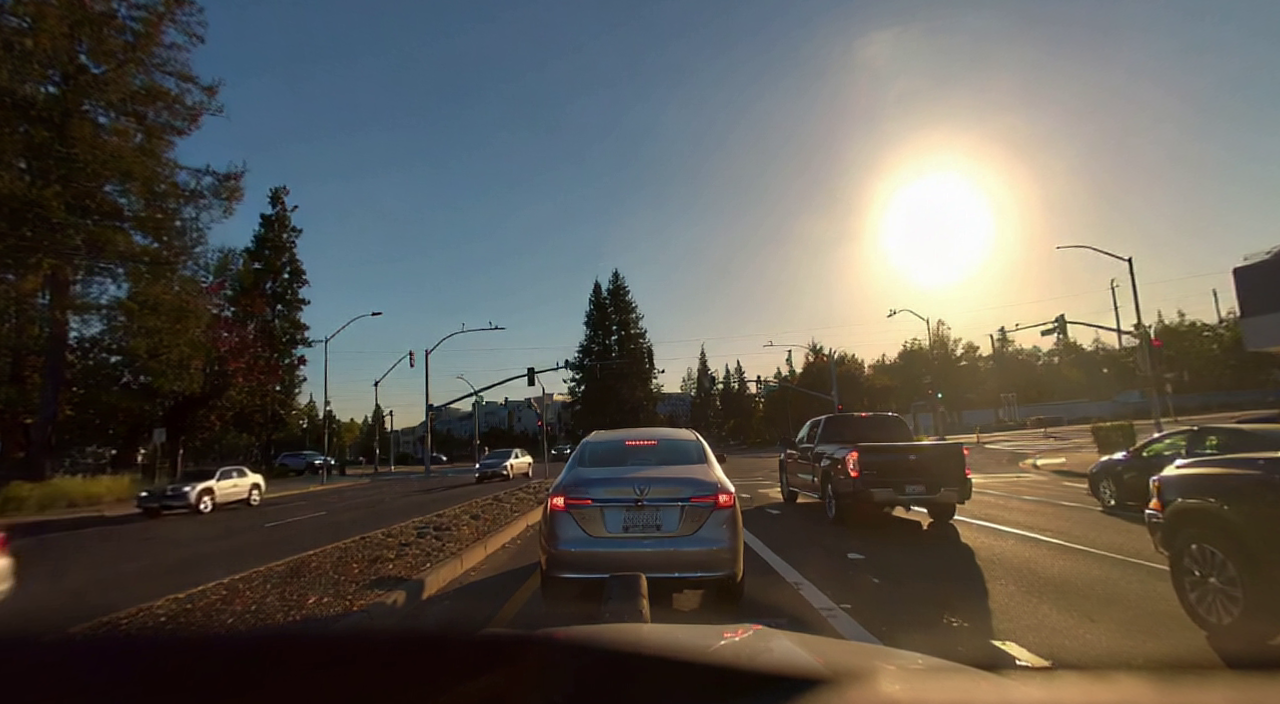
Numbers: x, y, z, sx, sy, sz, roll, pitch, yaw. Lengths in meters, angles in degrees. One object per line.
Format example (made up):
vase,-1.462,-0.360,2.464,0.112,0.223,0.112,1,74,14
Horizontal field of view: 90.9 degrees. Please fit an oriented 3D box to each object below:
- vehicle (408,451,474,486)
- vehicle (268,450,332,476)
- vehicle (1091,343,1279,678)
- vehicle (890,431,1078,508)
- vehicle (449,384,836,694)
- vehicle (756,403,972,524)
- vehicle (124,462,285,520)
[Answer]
vehicle,-9.634,5.654,30.912,1.806,1.473,4.303,-1,-8,1
vehicle,-24.052,7.835,44.803,1.798,1.706,4.385,-1,-8,6
vehicle,4.457,0.714,2.456,2.019,1.803,4.634,-1,-8,2
vehicle,7.592,2.620,14.564,1.856,1.487,4.454,-1,-8,1
vehicle,-0.018,1.311,5.521,2.116,1.677,3.948,0,-8,-1
vehicle,4.168,2.212,13.111,2.319,1.930,5.651,0,-8,-1
vehicle,-13.761,4.377,20.348,1.935,1.518,4.415,-1,-8,2
